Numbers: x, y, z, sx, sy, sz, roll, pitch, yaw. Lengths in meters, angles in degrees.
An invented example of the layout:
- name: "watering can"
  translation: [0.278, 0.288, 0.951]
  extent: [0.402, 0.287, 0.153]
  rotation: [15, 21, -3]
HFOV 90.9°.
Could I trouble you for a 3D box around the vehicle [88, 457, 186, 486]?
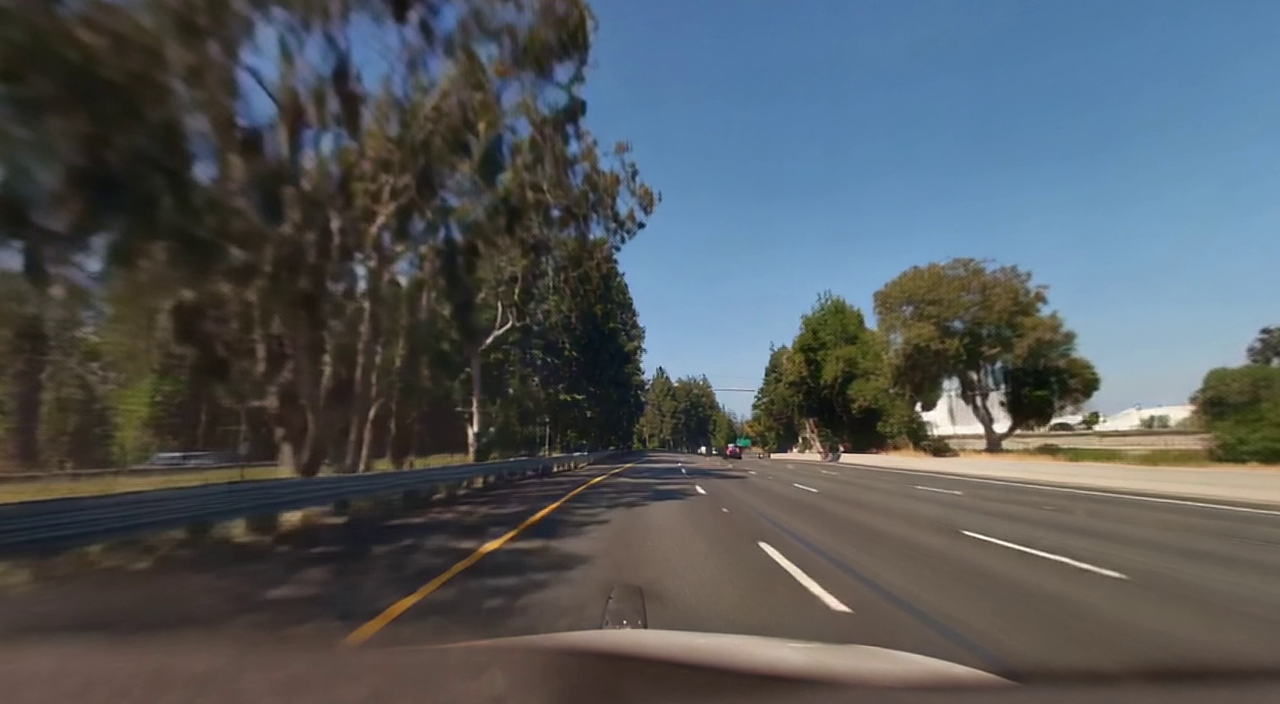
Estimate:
- name: "vehicle"
  translation: [-28.212, 6.682, 35.591]
  extent: [1.725, 1.445, 4.637]
  rotation: [-1, -9, 1]
